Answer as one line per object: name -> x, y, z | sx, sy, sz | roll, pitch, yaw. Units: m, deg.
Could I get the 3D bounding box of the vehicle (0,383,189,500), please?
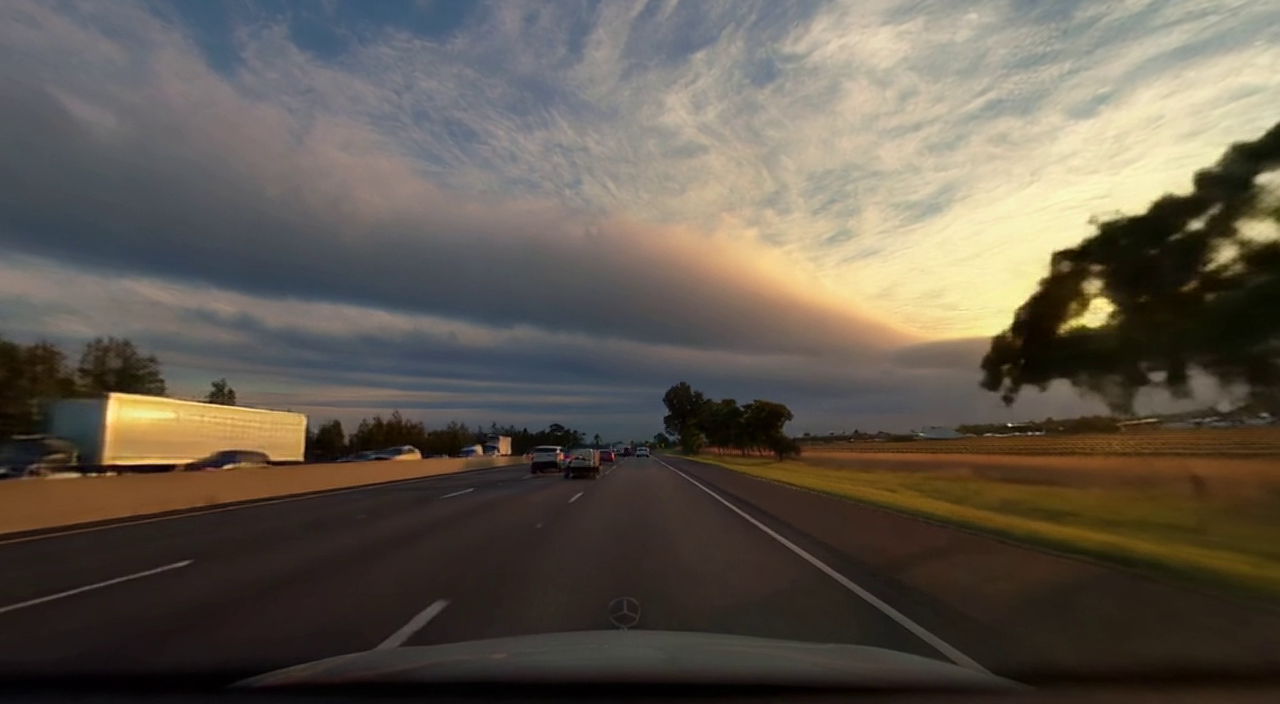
vehicle -> -22.924, 3.734, 26.164 | 3.289, 4.194, 6.586 | 0, -9, 0

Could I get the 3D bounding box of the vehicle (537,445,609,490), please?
vehicle -> -2.384, 4.250, 23.582 | 2.110, 1.500, 4.259 | -1, -9, 2

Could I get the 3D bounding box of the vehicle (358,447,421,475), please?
vehicle -> -15.460, 6.745, 39.255 | 1.996, 1.562, 4.705 | 0, -9, 0

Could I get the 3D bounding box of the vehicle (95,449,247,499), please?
vehicle -> -15.610, 4.034, 21.332 | 1.904, 1.501, 4.158 | 0, -9, 0

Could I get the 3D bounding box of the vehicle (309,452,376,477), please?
vehicle -> -19.195, 7.243, 40.930 | 2.277, 1.479, 4.248 | 0, -9, 0
